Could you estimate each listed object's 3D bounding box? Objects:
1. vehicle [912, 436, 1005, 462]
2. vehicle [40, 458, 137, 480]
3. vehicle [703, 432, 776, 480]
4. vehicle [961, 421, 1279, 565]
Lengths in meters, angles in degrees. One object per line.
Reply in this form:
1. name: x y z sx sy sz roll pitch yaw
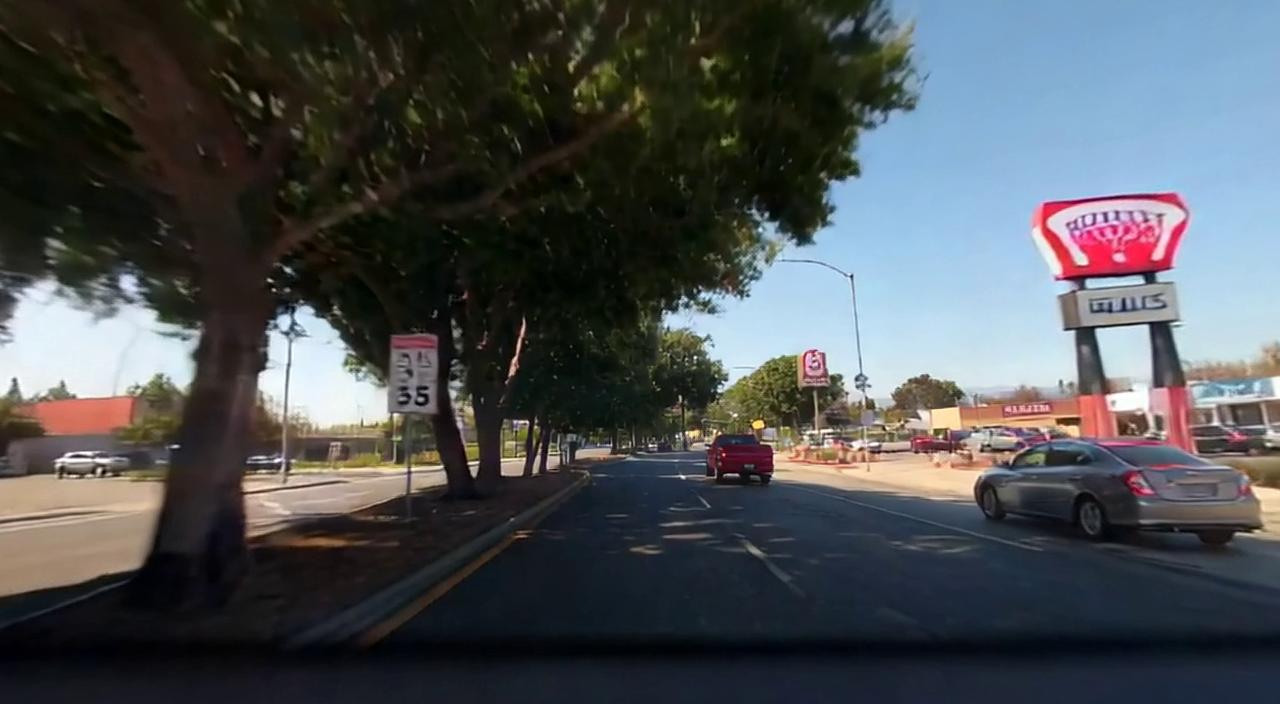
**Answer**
1. vehicle: 18.346 5.620 36.517 4.337 1.447 1.933 0 -8 0
2. vehicle: -40.306 8.531 46.283 1.803 1.468 5.050 -7 -11 39
3. vehicle: 3.920 4.208 25.838 2.214 1.749 4.998 0 -8 1
4. vehicle: 6.612 1.786 8.776 1.986 1.480 4.296 0 -8 -1
